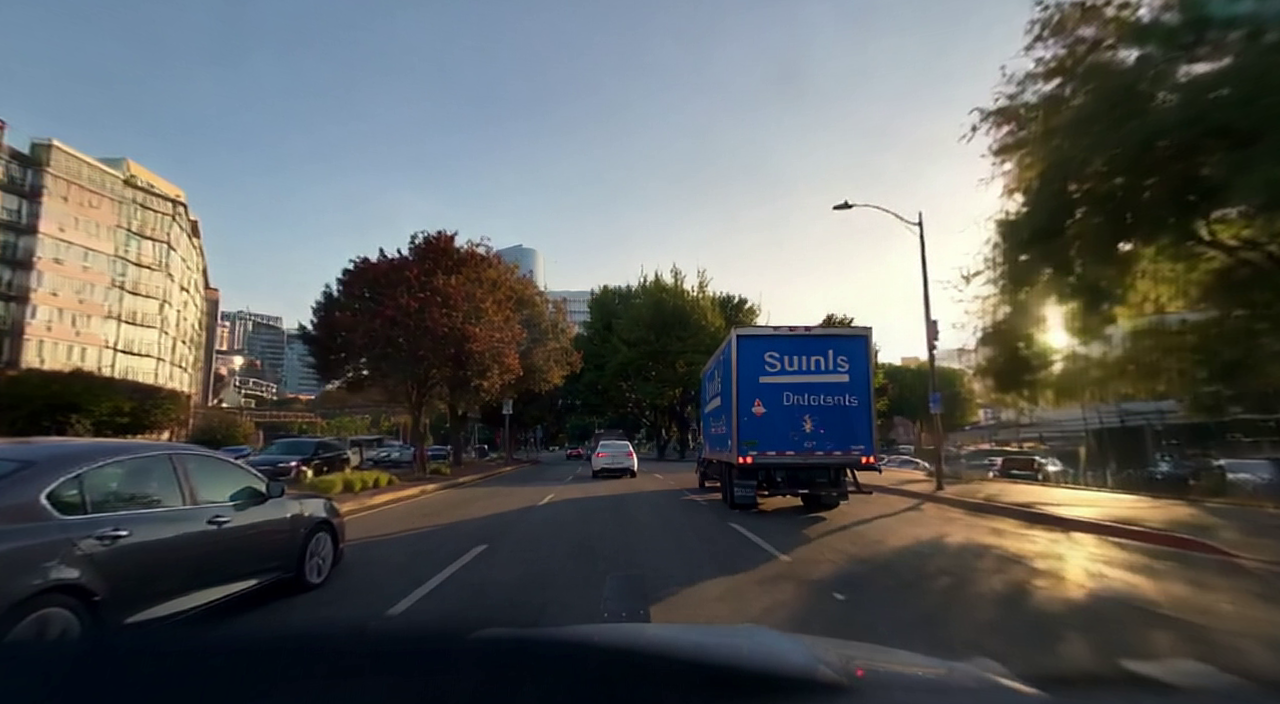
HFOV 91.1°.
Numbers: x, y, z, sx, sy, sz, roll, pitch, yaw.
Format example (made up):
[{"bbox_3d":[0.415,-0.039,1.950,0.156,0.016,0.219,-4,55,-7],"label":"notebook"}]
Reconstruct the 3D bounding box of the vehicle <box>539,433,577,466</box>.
[{"bbox_3d":[-5.757,6.938,44.920,2.269,2.181,5.787,1,-9,-4],"label":"vehicle"}]

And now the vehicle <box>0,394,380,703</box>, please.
[{"bbox_3d":[-3.678,1.193,4.351,1.828,1.515,4.422,0,-9,0],"label":"vehicle"}]

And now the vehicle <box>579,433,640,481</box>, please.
[{"bbox_3d":[-1.314,4.406,26.596,2.388,1.811,4.455,1,-9,-4],"label":"vehicle"}]

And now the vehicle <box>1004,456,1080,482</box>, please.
[{"bbox_3d":[24.973,7.234,39.016,4.391,1.492,1.972,5,-10,-28],"label":"vehicle"}]

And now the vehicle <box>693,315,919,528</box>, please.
[{"bbox_3d":[3.174,1.774,14.972,2.905,3.644,8.441,0,-9,-1],"label":"vehicle"}]
